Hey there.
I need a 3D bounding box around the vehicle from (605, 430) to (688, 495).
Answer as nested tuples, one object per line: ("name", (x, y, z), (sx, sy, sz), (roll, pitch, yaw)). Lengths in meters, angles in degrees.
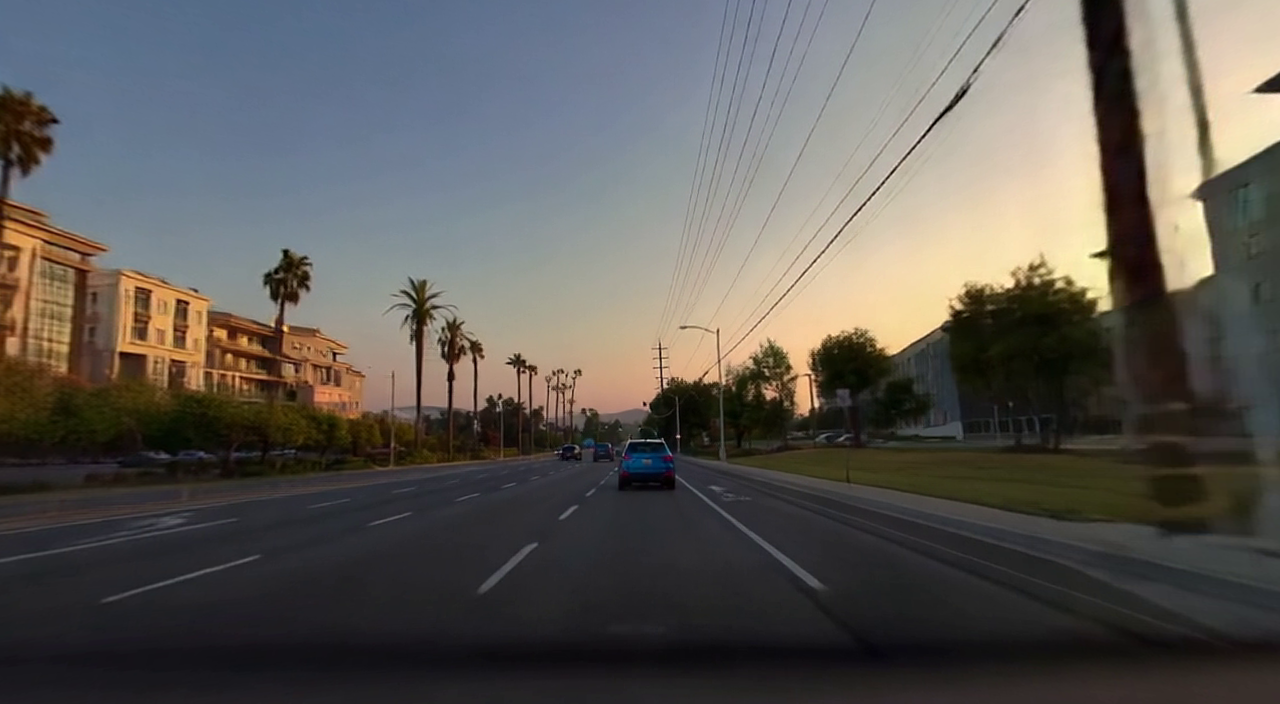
("vehicle", (0.158, 3.267, 18.930), (2.198, 1.706, 4.166), (0, -9, 0))
